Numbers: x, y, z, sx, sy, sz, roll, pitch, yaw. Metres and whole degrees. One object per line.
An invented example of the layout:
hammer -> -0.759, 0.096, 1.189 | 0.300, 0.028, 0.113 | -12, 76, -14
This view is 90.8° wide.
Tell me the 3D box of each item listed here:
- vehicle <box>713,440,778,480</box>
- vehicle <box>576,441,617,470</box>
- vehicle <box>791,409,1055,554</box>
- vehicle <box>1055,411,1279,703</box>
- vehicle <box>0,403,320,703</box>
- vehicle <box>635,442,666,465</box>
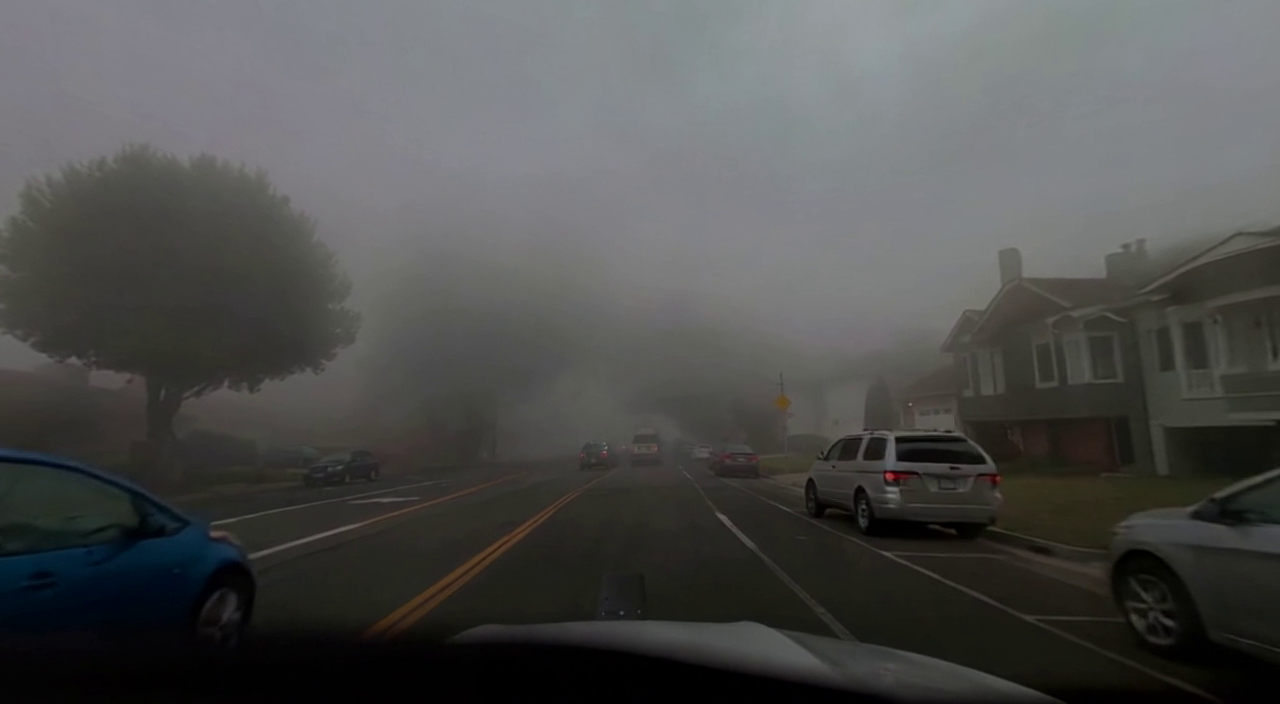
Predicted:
vehicle -> 4.274, 4.436, 26.241 | 1.964, 1.485, 4.454 | 0, -9, 1
vehicle -> -2.418, 5.871, 35.965 | 1.986, 1.508, 4.261 | 0, -9, 0
vehicle -> 4.064, 1.943, 10.155 | 2.069, 1.780, 4.480 | 0, -9, -1
vehicle -> 3.949, 0.895, 2.135 | 1.956, 1.468, 4.524 | 0, -9, -1
vehicle -> -3.485, 0.978, 2.524 | 2.069, 1.510, 4.325 | 0, -9, 1
vehicle -> 0.703, 7.043, 44.050 | 2.081, 1.475, 4.361 | 0, -9, 0
